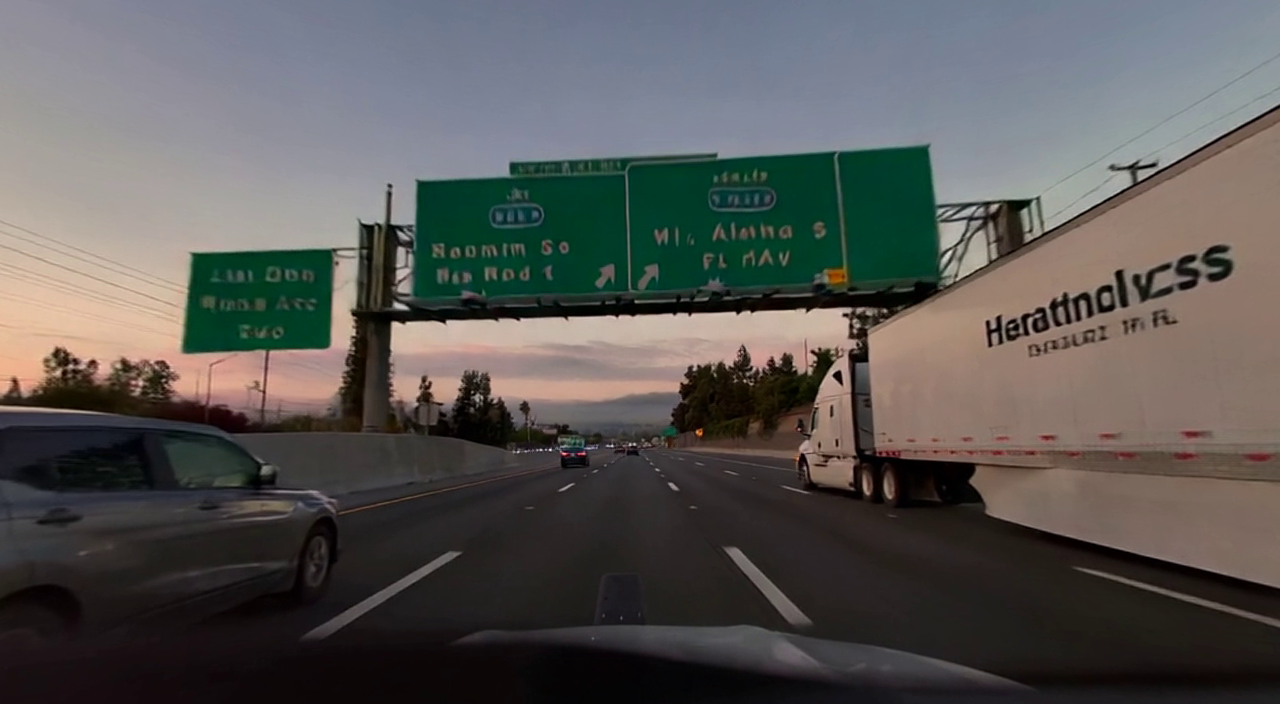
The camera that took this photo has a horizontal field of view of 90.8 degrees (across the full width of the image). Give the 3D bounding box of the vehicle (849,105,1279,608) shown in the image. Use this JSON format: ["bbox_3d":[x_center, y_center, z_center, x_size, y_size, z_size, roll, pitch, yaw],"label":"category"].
[{"bbox_3d":[6.833,0.414,7.808,2.919,4.195,15.833,0,-9,-1],"label":"vehicle"}]

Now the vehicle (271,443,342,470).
[{"bbox_3d":[-21.458,6.720,40.913,2.078,1.610,4.663,0,-9,0],"label":"vehicle"}]

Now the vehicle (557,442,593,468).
[{"bbox_3d":[-4.308,6.944,42.556,2.027,1.651,4.099,0,-9,0],"label":"vehicle"}]

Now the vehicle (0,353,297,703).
[{"bbox_3d":[-3.994,0.852,3.029,2.084,1.634,4.693,0,-9,-1],"label":"vehicle"}]
